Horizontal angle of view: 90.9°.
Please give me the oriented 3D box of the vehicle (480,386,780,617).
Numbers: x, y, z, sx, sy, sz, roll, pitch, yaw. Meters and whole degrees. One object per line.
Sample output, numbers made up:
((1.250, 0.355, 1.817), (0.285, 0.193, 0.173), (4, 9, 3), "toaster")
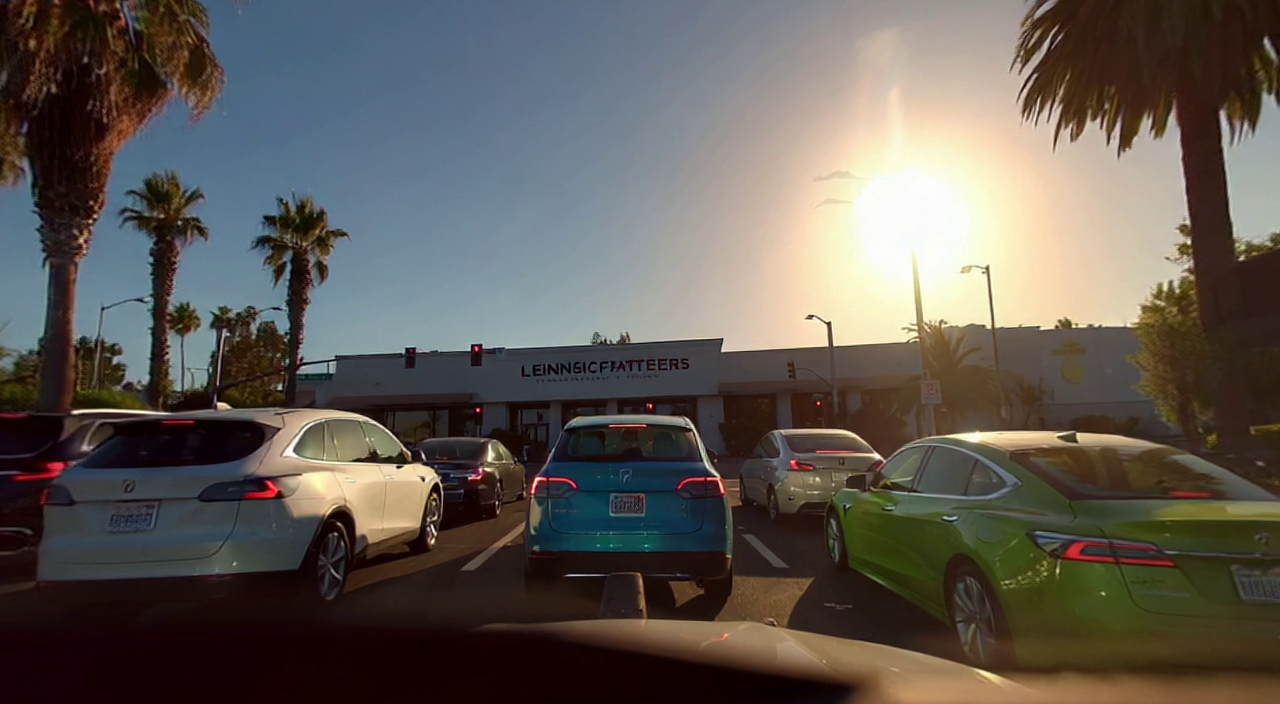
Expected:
((-0.131, 1.461, 7.067), (2.280, 1.747, 4.361), (0, -8, -2), "vehicle")

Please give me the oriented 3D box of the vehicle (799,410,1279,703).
((2.968, 1.361, 5.253), (2.017, 1.491, 4.611), (0, -8, -1), "vehicle")

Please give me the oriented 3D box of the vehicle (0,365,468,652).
((-3.344, 1.278, 6.129), (2.014, 1.755, 4.360), (0, -8, 1), "vehicle")
